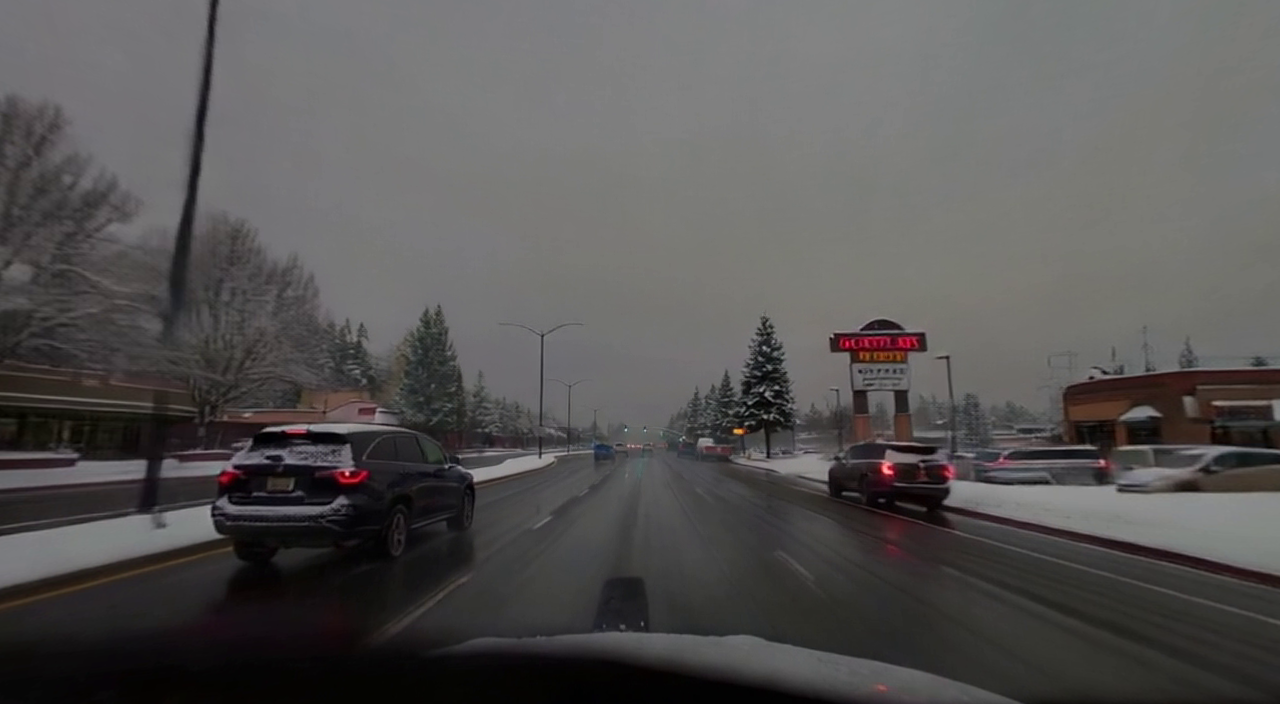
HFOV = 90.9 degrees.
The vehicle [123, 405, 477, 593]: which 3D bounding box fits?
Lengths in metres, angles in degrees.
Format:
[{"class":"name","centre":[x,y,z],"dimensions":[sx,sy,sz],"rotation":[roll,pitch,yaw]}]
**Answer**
[{"class":"vehicle","centre":[-3.528,1.594,7.609],"dimensions":[1.983,1.635,3.957],"rotation":[0,-9,1]}]

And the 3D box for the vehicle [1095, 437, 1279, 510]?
[{"class":"vehicle","centre":[15.104,3.045,16.086],"dimensions":[5.326,1.690,2.007],"rotation":[-8,-12,42]}]

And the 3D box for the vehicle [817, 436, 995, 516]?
[{"class":"vehicle","centre":[6.855,3.255,17.277],"dimensions":[2.335,1.790,5.991],"rotation":[0,-9,1]}]

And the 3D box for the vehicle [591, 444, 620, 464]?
[{"class":"vehicle","centre":[-2.628,7.928,49.086],"dimensions":[2.005,1.446,4.265],"rotation":[0,-9,1]}]

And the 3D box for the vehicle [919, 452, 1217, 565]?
[{"class":"vehicle","centre":[6.629,2.416,10.592],"dimensions":[1.888,1.425,4.547],"rotation":[0,-9,1]}]
